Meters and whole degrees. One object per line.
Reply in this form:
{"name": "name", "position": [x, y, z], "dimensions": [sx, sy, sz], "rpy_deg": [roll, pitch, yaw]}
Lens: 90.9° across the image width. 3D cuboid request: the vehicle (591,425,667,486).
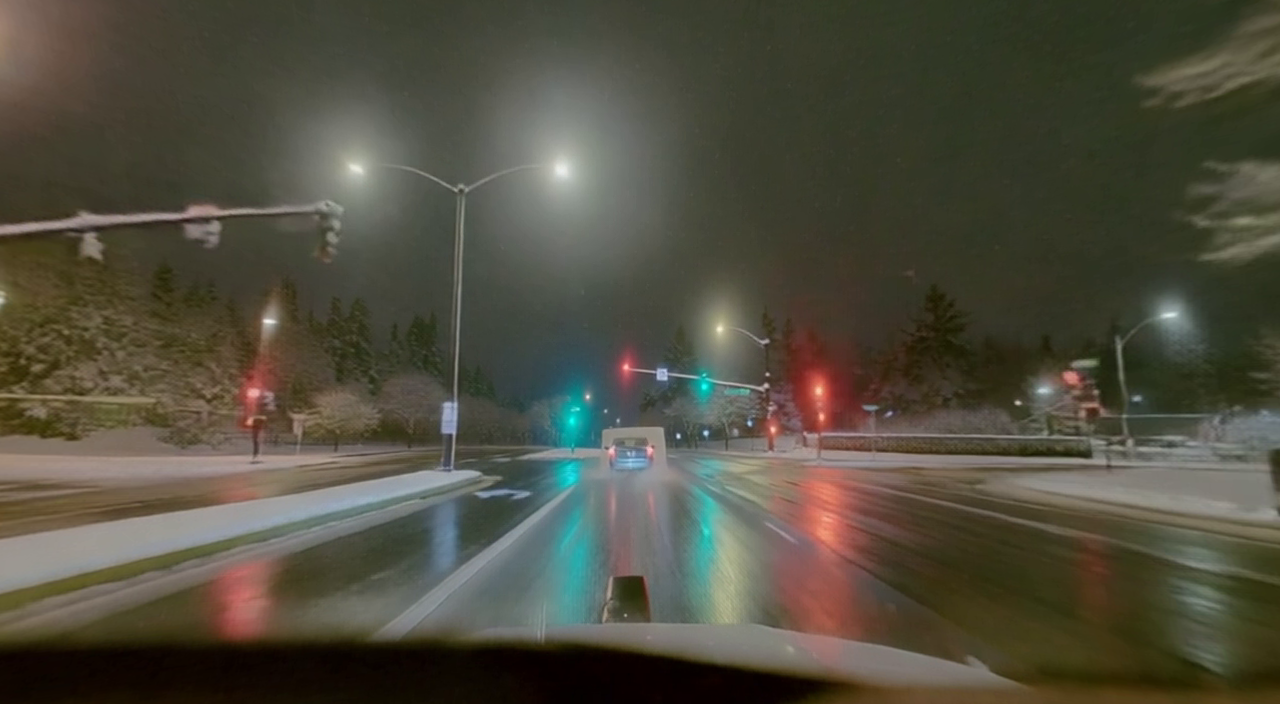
{"name": "vehicle", "position": [-0.336, 3.297, 20.353], "dimensions": [2.192, 1.734, 4.176], "rpy_deg": [0, -8, 0]}
